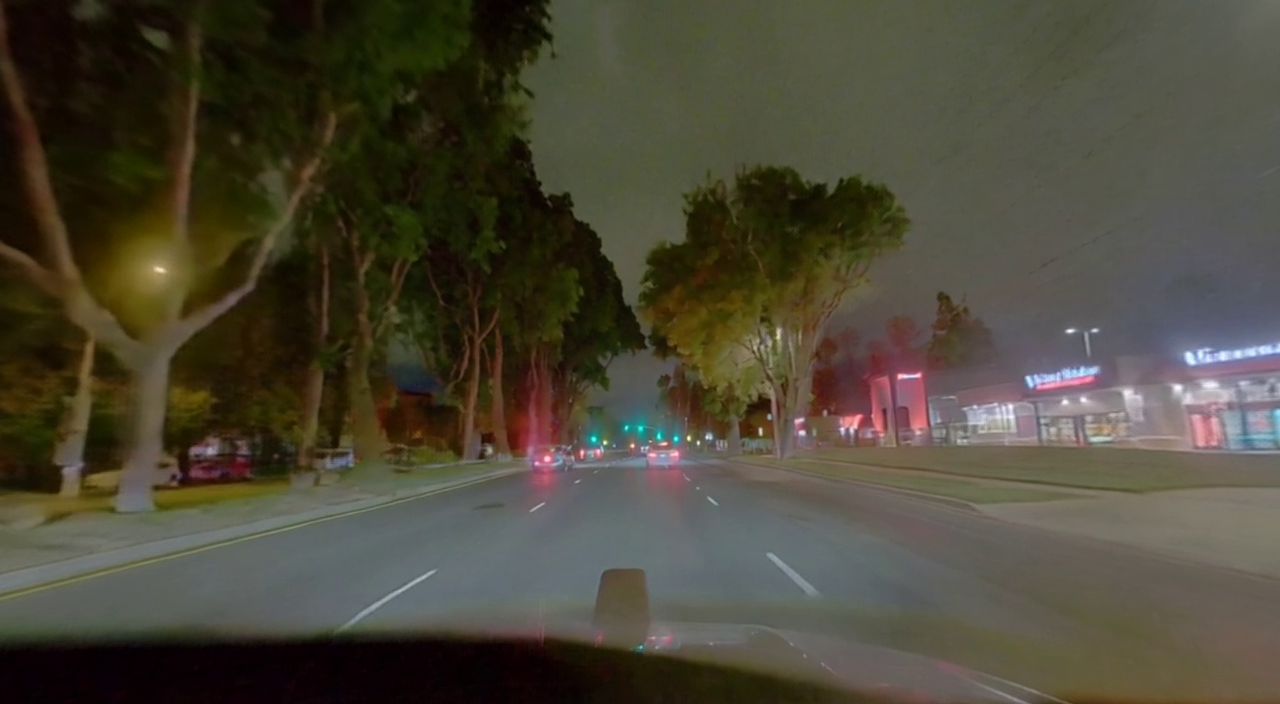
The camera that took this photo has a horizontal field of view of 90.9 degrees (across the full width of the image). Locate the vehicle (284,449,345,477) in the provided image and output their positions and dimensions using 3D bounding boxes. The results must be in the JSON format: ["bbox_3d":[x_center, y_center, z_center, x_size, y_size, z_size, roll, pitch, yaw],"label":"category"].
[{"bbox_3d":[-22.730,7.744,44.178,1.887,1.801,4.587,0,-8,-1],"label":"vehicle"}]

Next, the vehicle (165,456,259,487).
[{"bbox_3d":[-22.893,6.384,33.966,1.905,1.483,4.479,0,-8,0],"label":"vehicle"}]

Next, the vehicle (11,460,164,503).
[{"bbox_3d":[-22.856,5.344,26.405,1.862,1.506,4.983,0,-9,1],"label":"vehicle"}]

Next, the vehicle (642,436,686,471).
[{"bbox_3d":[1.119,4.996,31.111,1.922,1.579,3.642,0,-8,-1],"label":"vehicle"}]

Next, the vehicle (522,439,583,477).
[{"bbox_3d":[-3.671,4.533,27.284,1.908,1.481,4.536,0,-8,1],"label":"vehicle"}]
